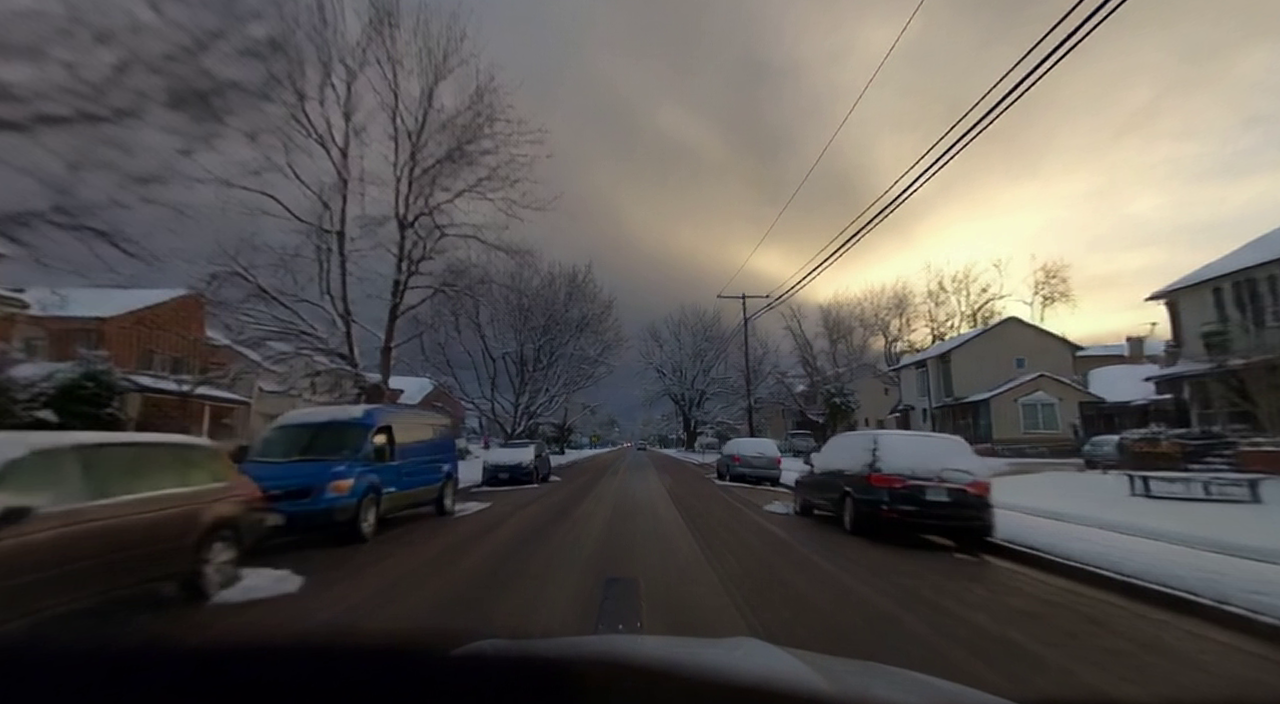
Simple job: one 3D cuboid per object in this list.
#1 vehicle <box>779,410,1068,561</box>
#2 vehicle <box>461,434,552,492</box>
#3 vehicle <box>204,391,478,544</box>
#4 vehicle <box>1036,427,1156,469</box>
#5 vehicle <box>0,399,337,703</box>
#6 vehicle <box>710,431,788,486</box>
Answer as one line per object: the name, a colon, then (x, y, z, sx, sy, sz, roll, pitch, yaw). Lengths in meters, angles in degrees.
vehicle: (4.095, 2.058, 10.664, 2.152, 1.810, 5.846, 1, -8, 0)
vehicle: (-4.372, 3.714, 21.432, 2.157, 1.736, 4.104, -1, -8, 1)
vehicle: (-4.646, 1.884, 11.163, 2.087, 1.993, 5.635, 0, -7, 0)
vehicle: (19.262, 4.084, 26.961, 2.086, 1.658, 4.154, 0, -9, 2)
vehicle: (-4.523, 1.310, 4.752, 2.116, 1.659, 4.832, -3, -7, 0)
vehicle: (3.890, 3.900, 23.457, 2.173, 1.806, 4.701, 0, -8, 1)
